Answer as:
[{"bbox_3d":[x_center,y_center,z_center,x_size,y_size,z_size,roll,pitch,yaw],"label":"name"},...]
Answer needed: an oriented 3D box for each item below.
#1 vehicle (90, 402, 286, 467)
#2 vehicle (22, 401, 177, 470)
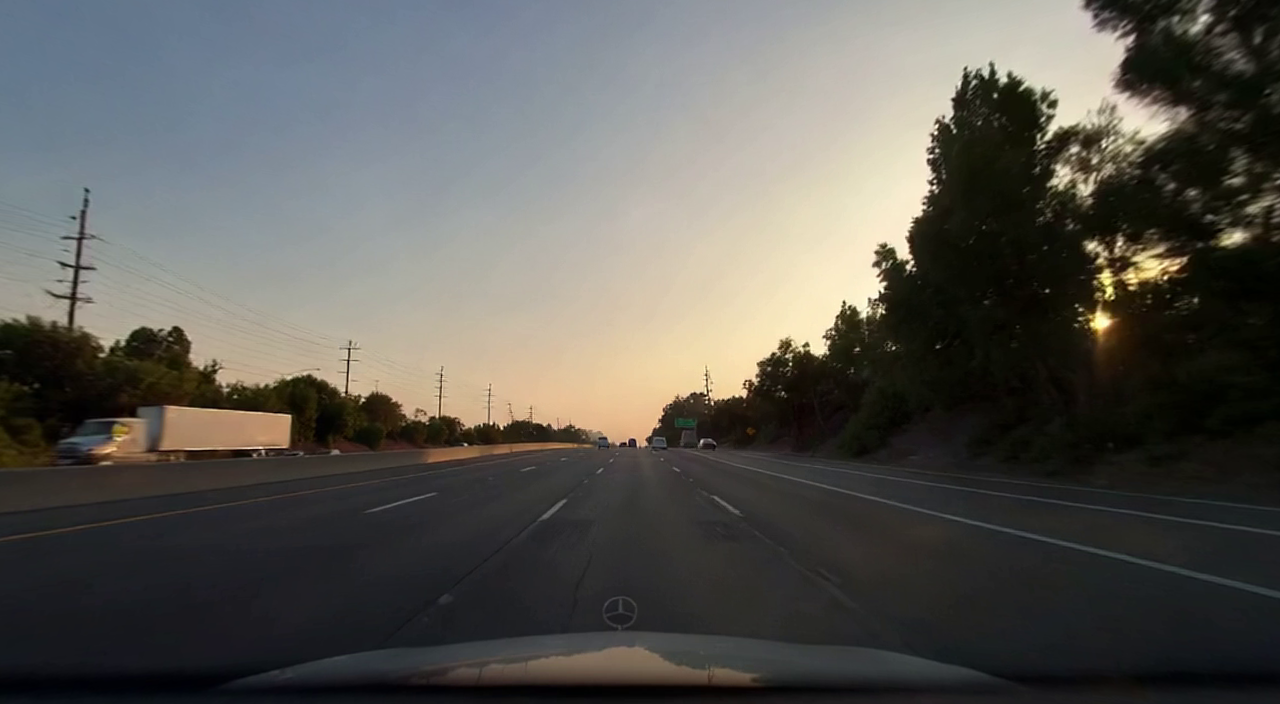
[{"bbox_3d":[-32.538,6.308,47.313,2.879,4.002,16.237,0,-9,0],"label":"vehicle"},{"bbox_3d":[-32.404,5.134,38.411,3.007,3.808,7.031,0,-9,0],"label":"vehicle"}]
